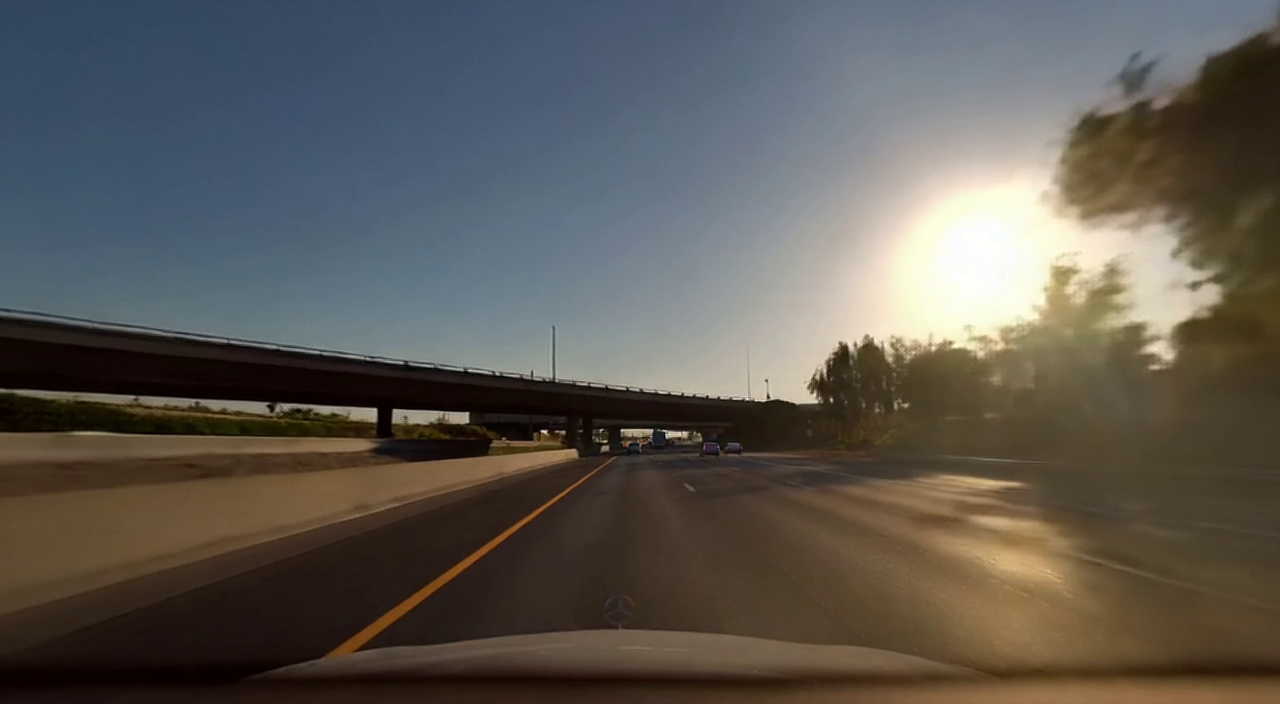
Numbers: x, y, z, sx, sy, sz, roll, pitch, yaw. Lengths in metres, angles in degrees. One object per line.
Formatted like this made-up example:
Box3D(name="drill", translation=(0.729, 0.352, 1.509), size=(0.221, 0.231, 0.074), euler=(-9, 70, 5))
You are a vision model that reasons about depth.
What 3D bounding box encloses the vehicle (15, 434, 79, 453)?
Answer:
Box3D(name="vehicle", translation=(-45.210, 6.992, 48.037), size=(1.529, 1.402, 3.437), euler=(0, -8, 0))
